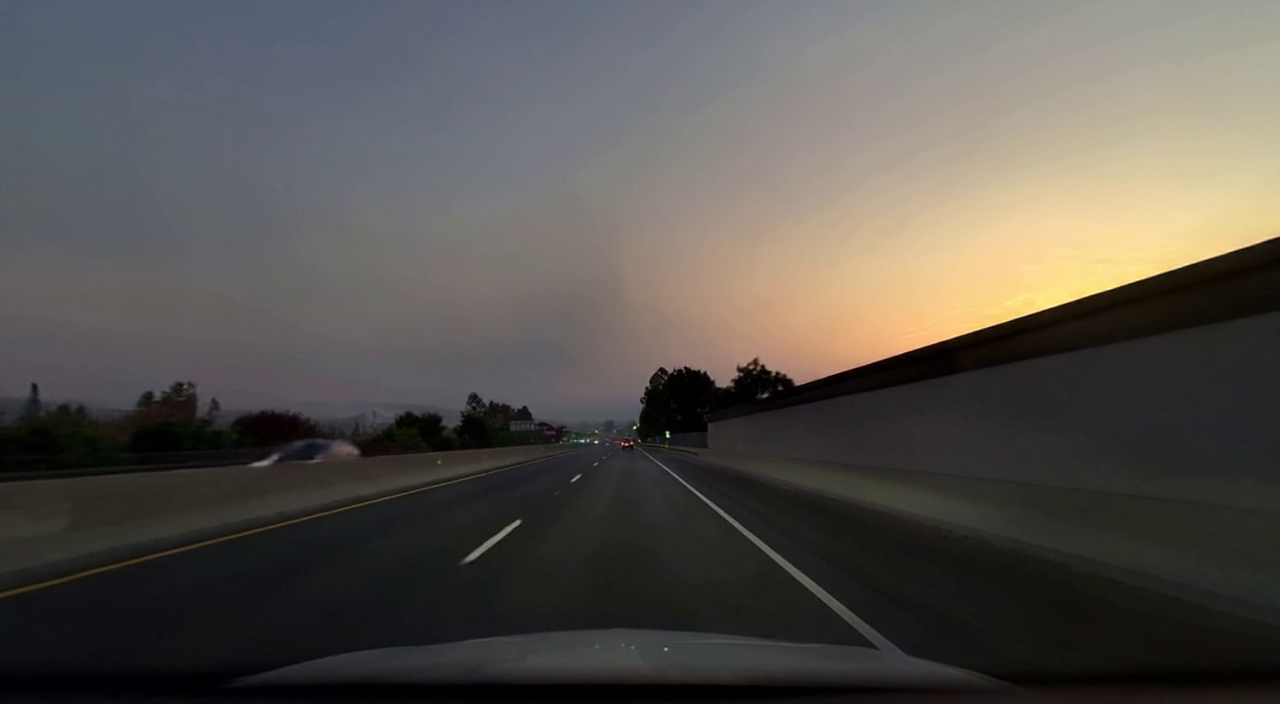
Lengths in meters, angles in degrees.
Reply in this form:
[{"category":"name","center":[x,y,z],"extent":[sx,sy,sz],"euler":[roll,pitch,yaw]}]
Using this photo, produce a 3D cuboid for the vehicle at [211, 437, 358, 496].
[{"category":"vehicle","center":[-10.297,3.296,18.631],"extent":[1.889,1.554,4.163],"euler":[0,-8,0]}]
